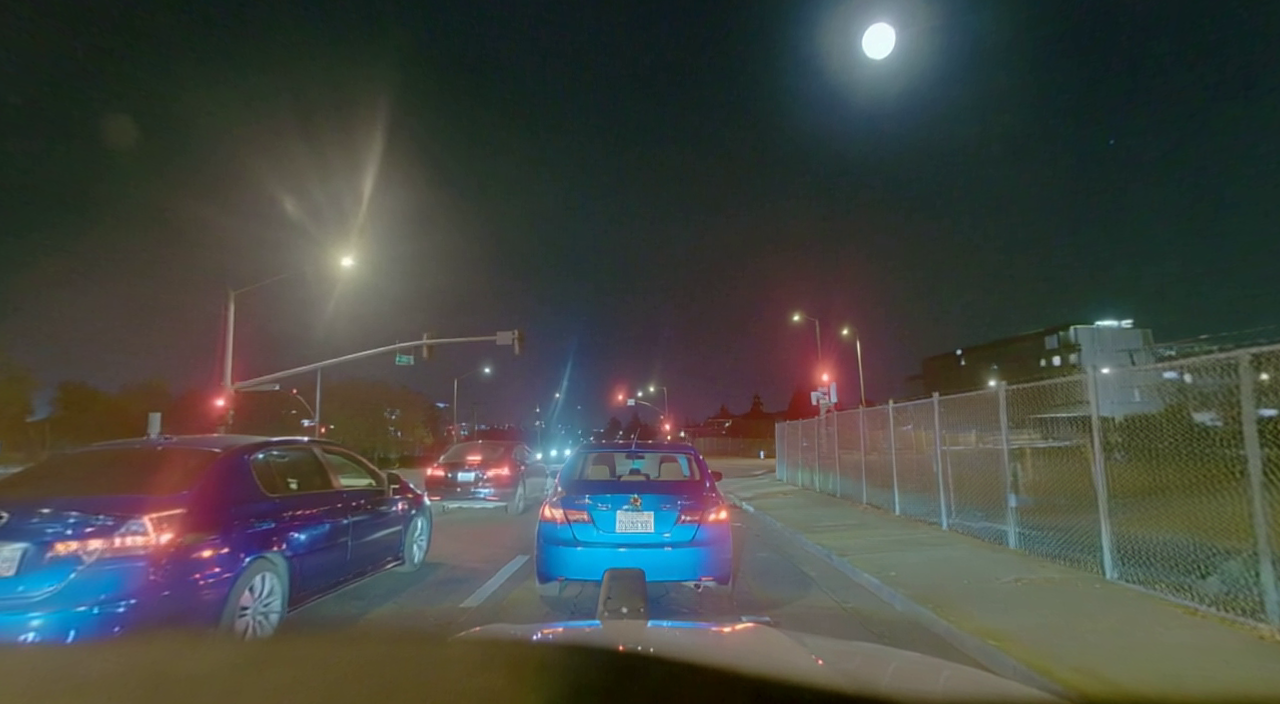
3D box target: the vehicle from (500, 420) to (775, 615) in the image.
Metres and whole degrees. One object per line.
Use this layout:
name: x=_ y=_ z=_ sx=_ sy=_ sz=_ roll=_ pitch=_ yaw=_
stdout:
vehicle: x=-0.015 y=1.603 z=7.015 sx=2.144 sy=1.514 sz=4.063 roll=0 pitch=-9 yaw=0

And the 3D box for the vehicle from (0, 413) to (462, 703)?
vehicle: x=-3.201 y=1.381 z=5.250 sx=1.971 sy=1.488 sz=4.581 roll=0 pitch=-9 yaw=1
